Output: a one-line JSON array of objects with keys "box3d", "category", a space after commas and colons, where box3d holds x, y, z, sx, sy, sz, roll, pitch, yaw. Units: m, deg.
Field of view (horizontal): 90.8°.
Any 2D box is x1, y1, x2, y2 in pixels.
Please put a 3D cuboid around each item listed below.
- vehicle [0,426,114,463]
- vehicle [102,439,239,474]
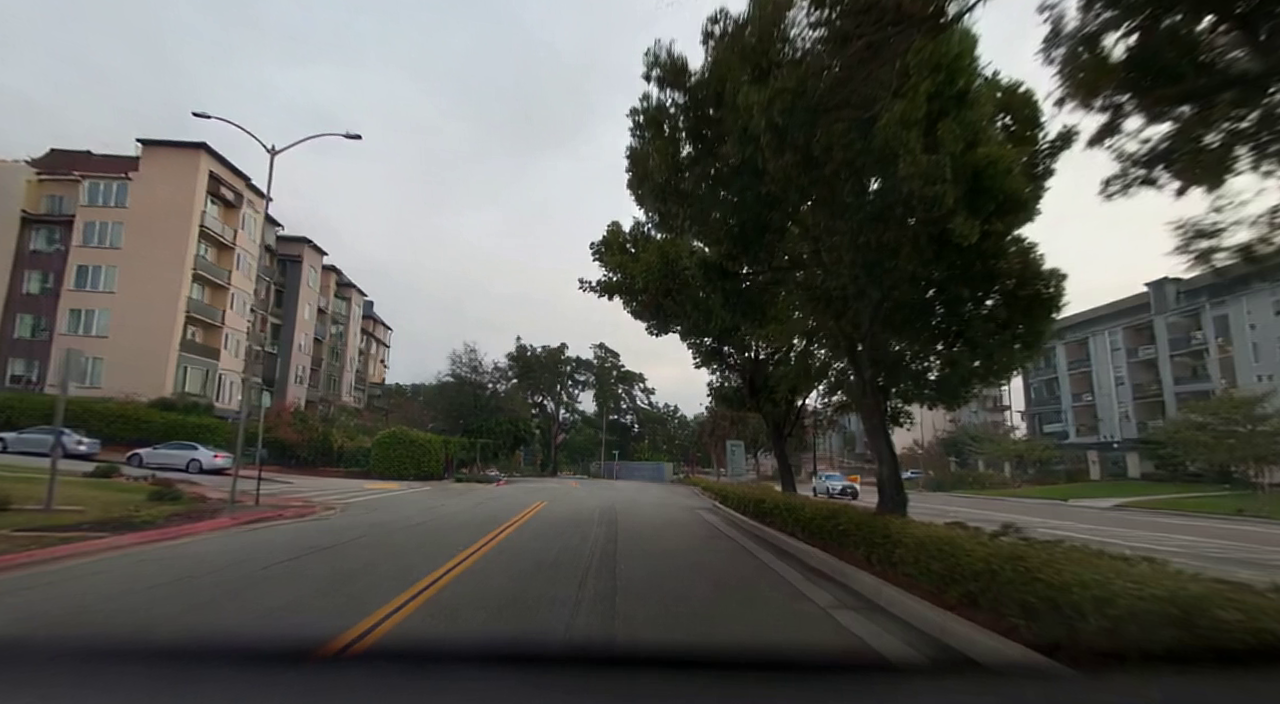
[{"box3d": [-25.478, 3.940, 26.933, 4.393, 1.478, 1.776, 0, -8, -3], "category": "vehicle"}, {"box3d": [-19.941, 4.430, 26.954, 4.322, 1.436, 1.827, 0, -8, -1], "category": "vehicle"}]
